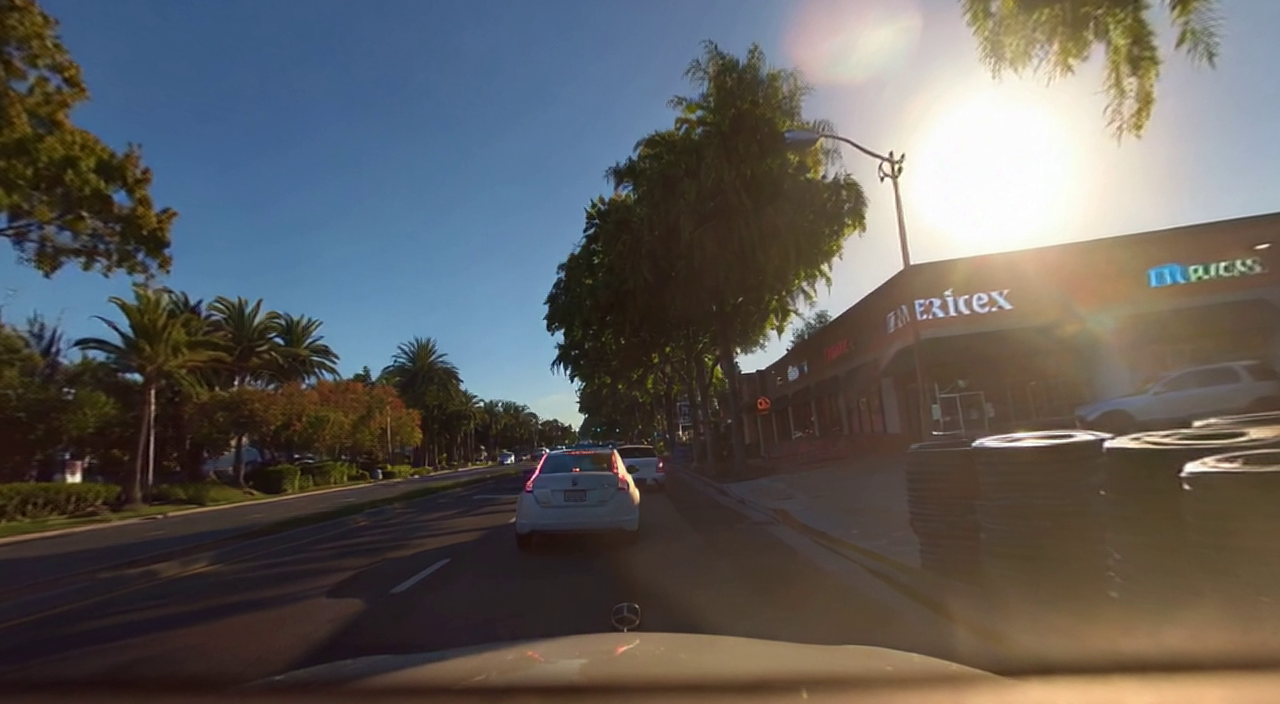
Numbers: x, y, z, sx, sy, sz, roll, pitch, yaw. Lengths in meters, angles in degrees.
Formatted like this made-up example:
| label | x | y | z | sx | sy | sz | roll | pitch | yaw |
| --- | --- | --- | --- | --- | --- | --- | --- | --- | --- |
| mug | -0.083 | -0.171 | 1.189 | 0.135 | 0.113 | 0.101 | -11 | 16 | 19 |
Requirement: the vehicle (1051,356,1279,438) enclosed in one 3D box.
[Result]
| label | x | y | z | sx | sy | sz | roll | pitch | yaw |
| --- | --- | --- | --- | --- | --- | --- | --- | --- | --- |
| vehicle | 13.383 | 1.340 | 16.623 | 1.854 | 1.693 | 4.798 | -1 | -10 | 0 |

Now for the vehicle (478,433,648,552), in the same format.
| label | x | y | z | sx | sy | sz | roll | pitch | yaw |
| --- | --- | --- | --- | --- | --- | --- | --- | --- | --- |
| vehicle | -1.020 | 2.103 | 10.165 | 2.169 | 1.495 | 4.048 | 0 | -8 | -1 |
